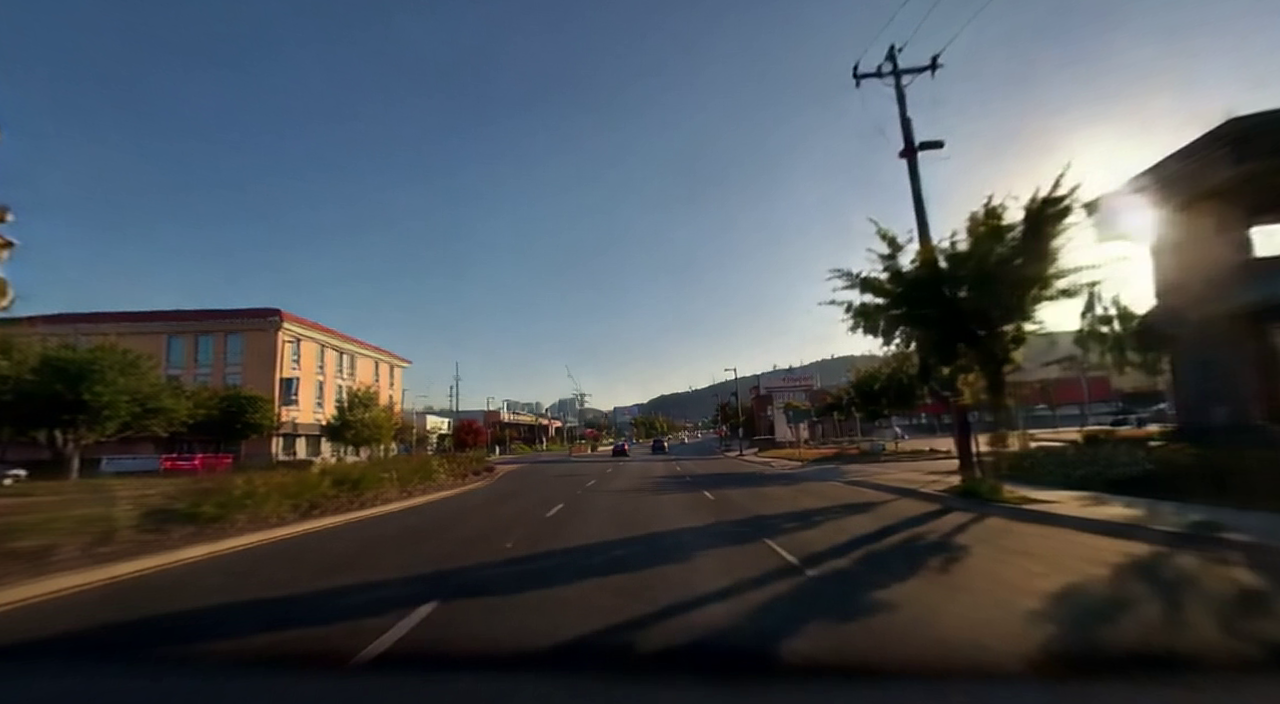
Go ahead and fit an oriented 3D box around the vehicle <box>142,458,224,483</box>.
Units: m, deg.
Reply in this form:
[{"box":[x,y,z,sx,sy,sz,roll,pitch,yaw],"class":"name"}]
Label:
[{"box":[-30.245,7.825,42.016,1.820,1.467,4.594,-1,-9,4],"class":"vehicle"}]
